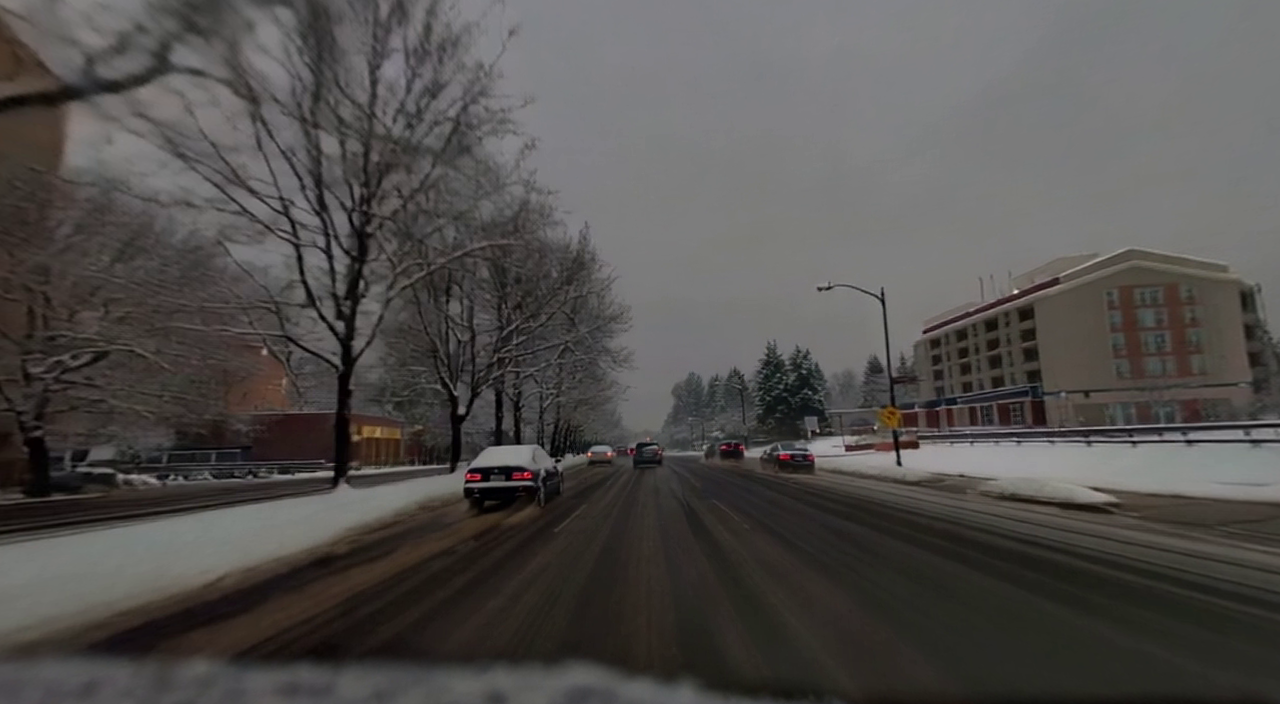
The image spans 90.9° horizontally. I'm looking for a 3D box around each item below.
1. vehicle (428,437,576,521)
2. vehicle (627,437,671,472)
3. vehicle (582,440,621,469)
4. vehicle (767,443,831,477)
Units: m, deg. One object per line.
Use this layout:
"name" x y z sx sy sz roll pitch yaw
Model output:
"vehicle" -2.729 2.631 13.649 2.095 1.486 4.411 -1 -8 2
"vehicle" 0.488 5.743 35.434 2.304 1.795 4.526 -1 -8 1
"vehicle" -2.436 6.668 41.223 2.117 1.799 4.442 -1 -8 2
"vehicle" 7.286 4.961 29.329 1.884 1.458 4.245 0 -8 0
